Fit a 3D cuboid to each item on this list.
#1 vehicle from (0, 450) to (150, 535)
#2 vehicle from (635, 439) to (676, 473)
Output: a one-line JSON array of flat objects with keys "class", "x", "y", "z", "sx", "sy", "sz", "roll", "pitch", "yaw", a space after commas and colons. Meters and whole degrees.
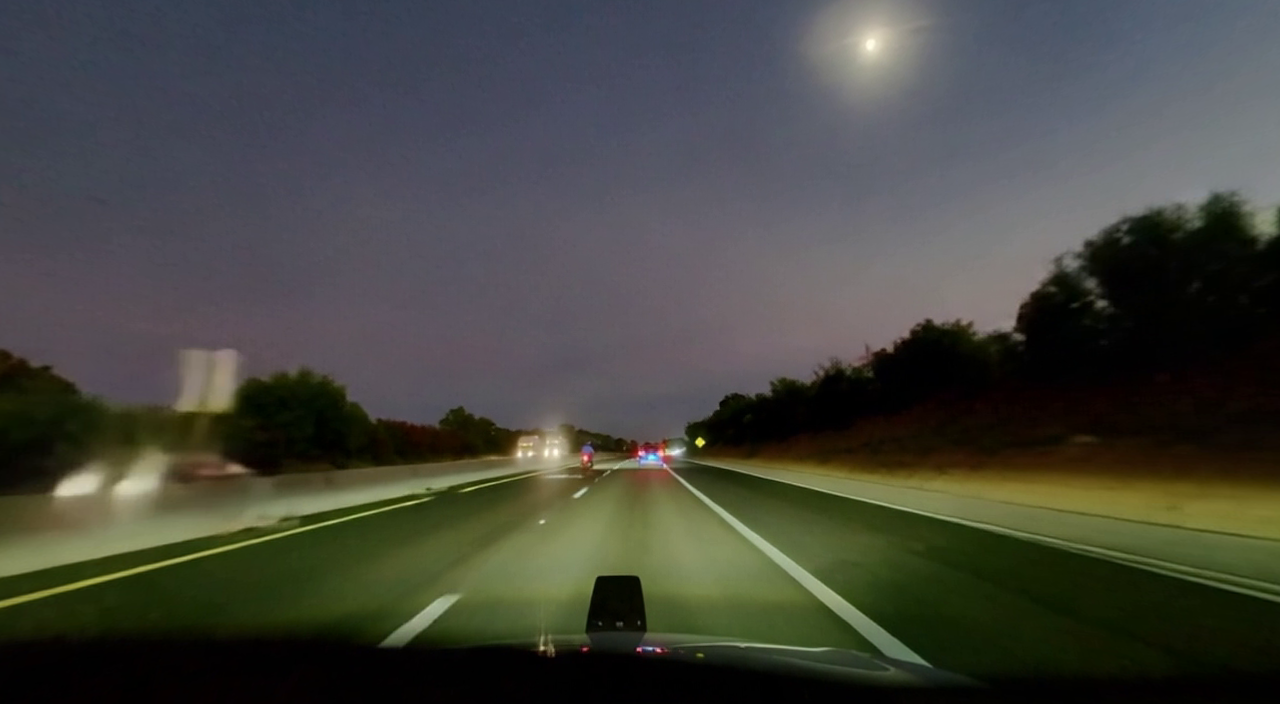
[{"class": "vehicle", "x": -12.202, "y": 2.631, "z": 12.081, "sx": 2.009, "sy": 1.464, "sz": 4.489, "roll": 0, "pitch": -9, "yaw": 0}, {"class": "vehicle", "x": 0.852, "y": 6.009, "z": 36.572, "sx": 2.247, "sy": 1.825, "sz": 4.036, "roll": 0, "pitch": -9, "yaw": 1}]
